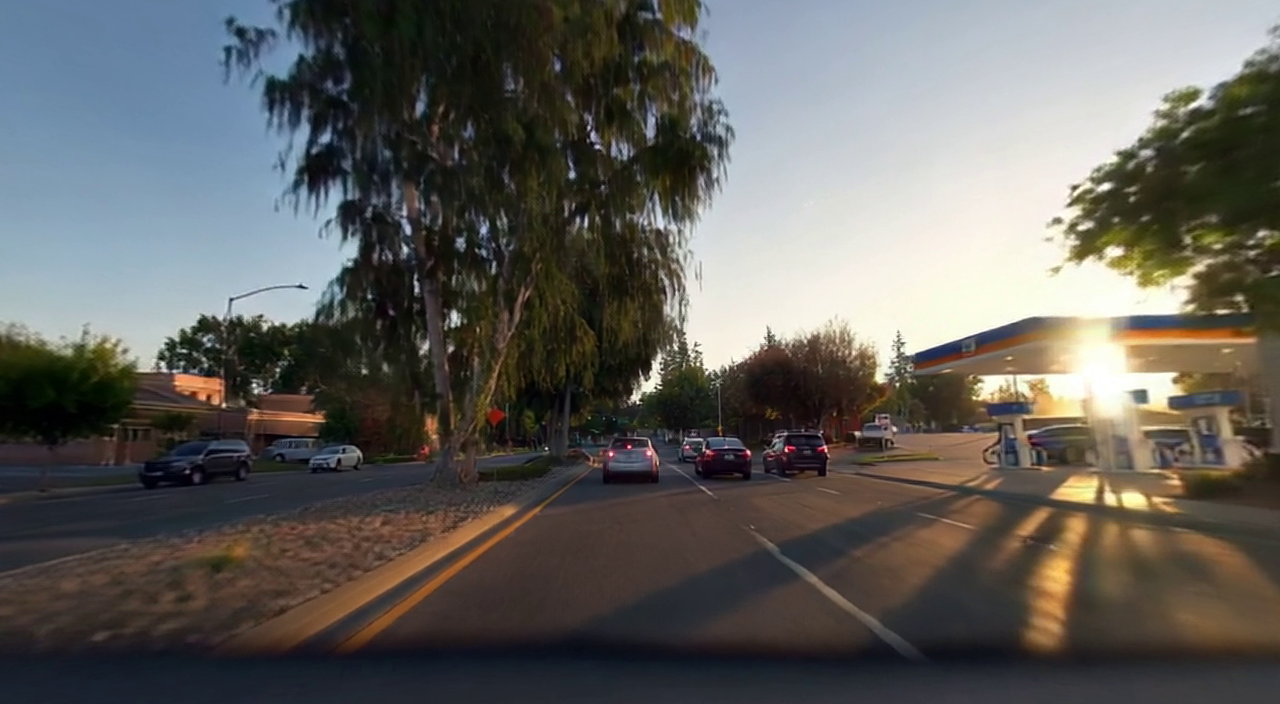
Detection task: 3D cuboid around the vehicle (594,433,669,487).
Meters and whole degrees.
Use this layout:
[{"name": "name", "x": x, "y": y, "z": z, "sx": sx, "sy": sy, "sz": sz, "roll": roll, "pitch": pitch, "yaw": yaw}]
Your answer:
[{"name": "vehicle", "x": -0.226, "y": 3.267, "z": 19.346, "sx": 2.052, "sy": 1.488, "sz": 3.779, "roll": 0, "pitch": -8, "yaw": 0}]

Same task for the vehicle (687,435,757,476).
[{"name": "vehicle", "x": 3.200, "y": 4.166, "z": 25.607, "sx": 2.124, "sy": 1.476, "sz": 4.730, "roll": 0, "pitch": -9, "yaw": -1}]

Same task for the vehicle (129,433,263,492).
[{"name": "vehicle", "x": -19.113, "y": 4.687, "z": 27.607, "sx": 2.222, "sy": 2.141, "sz": 5.390, "roll": -1, "pitch": -6, "yaw": -3}]

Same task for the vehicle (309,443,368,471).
[{"name": "vehicle", "x": -19.508, "y": 6.801, "z": 41.093, "sx": 1.903, "sy": 1.706, "sz": 3.994, "roll": 0, "pitch": -8, "yaw": -1}]

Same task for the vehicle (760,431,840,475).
[{"name": "vehicle", "x": 6.893, "y": 4.411, "z": 27.820, "sx": 2.117, "sy": 1.757, "sz": 4.969, "roll": 0, "pitch": -8, "yaw": -1}]

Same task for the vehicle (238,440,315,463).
[{"name": "vehicle", "x": -28.403, "y": 7.776, "z": 49.476, "sx": 4.699, "sy": 1.775, "sz": 2.007, "roll": 0, "pitch": -9, "yaw": 0}]
